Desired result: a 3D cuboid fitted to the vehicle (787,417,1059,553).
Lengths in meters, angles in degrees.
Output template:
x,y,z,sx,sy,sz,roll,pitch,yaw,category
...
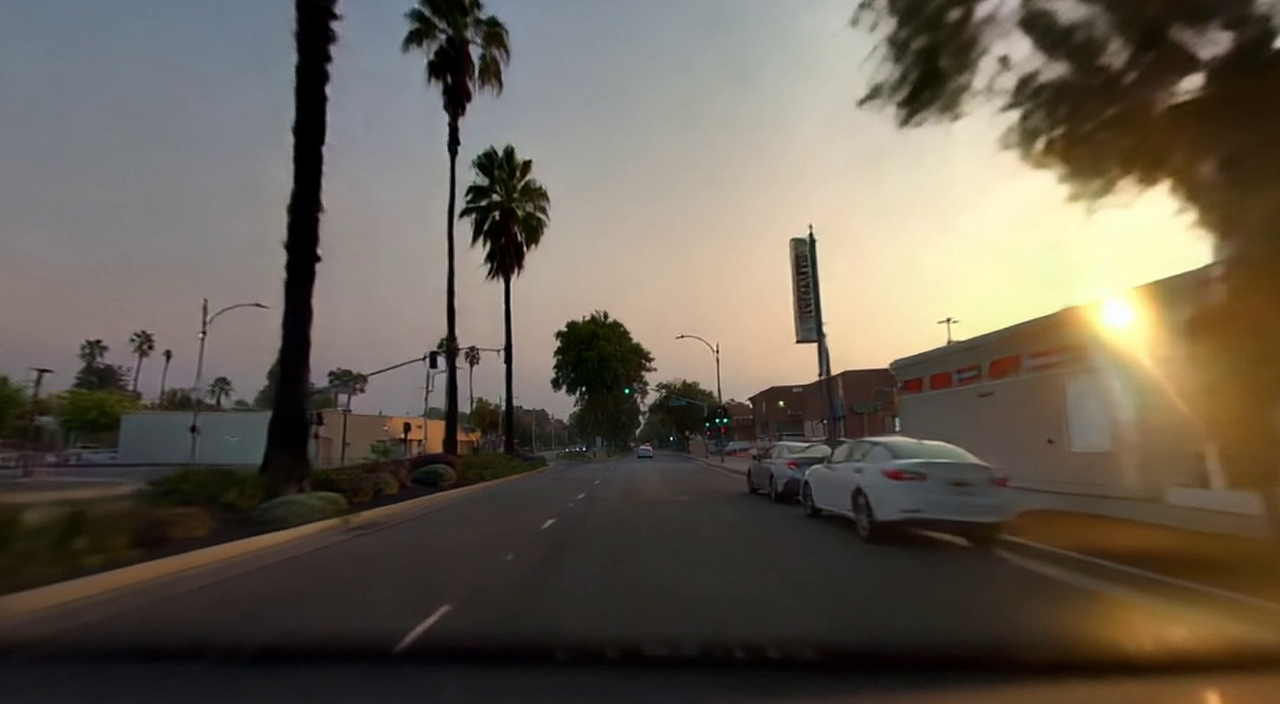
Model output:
x,y,z,sx,sy,sz,roll,pitch,yaw,category
4.077,2.012,10.179,2.089,1.652,4.668,1,-9,-2,vehicle
